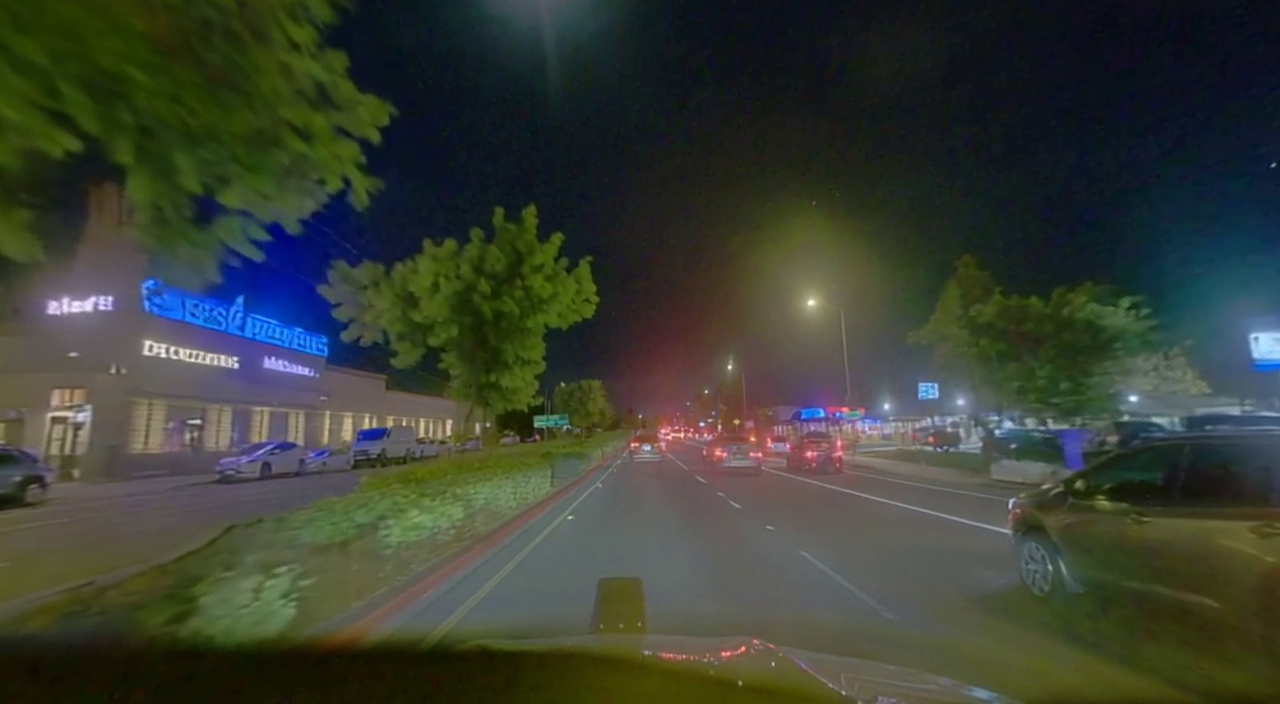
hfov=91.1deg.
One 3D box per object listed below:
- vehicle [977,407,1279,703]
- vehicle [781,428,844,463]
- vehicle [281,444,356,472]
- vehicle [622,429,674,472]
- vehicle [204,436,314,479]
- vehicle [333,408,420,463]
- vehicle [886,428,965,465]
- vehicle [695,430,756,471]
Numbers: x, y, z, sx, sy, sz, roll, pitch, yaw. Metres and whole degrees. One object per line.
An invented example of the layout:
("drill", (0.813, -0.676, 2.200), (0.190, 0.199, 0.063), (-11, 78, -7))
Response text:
("vehicle", (3.781, 1.009, 2.930), (1.908, 1.463, 4.506), (0, -8, 0))
("vehicle", (10.481, 5.769, 38.687), (2.318, 1.974, 5.282), (0, -8, 0))
("vehicle", (-18.852, 6.216, 37.146), (1.883, 1.488, 5.224), (0, -8, -2))
("vehicle", (0.331, 4.263, 27.283), (2.098, 1.682, 3.778), (0, -8, 1))
("vehicle", (-18.972, 5.257, 31.621), (2.286, 1.968, 5.350), (0, -8, -2))
("vehicle", (-18.629, 6.039, 45.013), (2.811, 3.604, 7.566), (0, -8, 1))
("vehicle", (15.279, 5.096, 33.966), (2.012, 1.817, 4.970), (0, -8, 1))
("vehicle", (3.697, 4.364, 27.925), (2.115, 1.692, 4.189), (0, -8, 0))
